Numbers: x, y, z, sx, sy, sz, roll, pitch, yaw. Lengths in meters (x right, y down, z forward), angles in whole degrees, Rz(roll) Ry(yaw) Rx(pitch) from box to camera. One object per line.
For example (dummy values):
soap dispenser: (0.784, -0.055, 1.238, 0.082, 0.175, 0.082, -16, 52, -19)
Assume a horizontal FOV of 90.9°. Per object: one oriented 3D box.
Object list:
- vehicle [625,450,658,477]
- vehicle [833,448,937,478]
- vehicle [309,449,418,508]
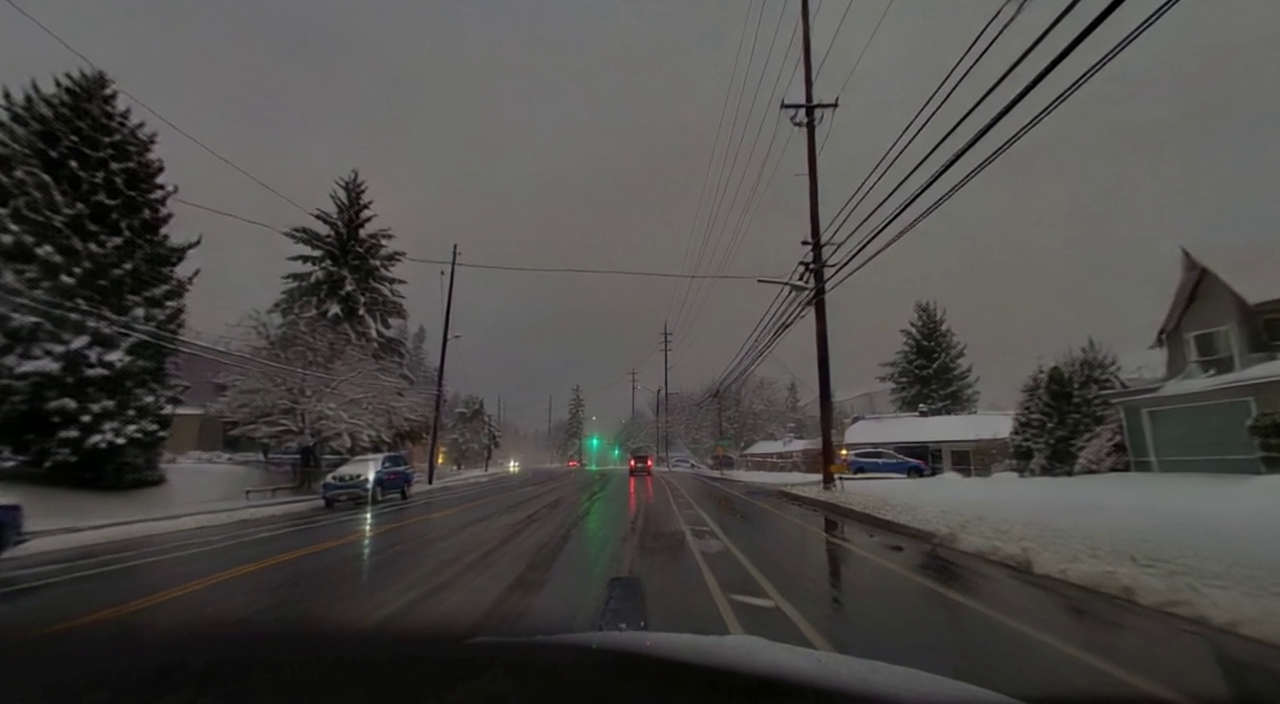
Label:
vehicle: (0.132, 8.213, 46.835, 2.284, 1.741, 4.702, 2, -8, 1)
vehicle: (12.788, 5.815, 33.092, 4.648, 1.511, 1.919, 0, -8, -2)
vehicle: (-10.974, 5.008, 25.532, 1.998, 2.047, 5.167, 0, -8, 1)
